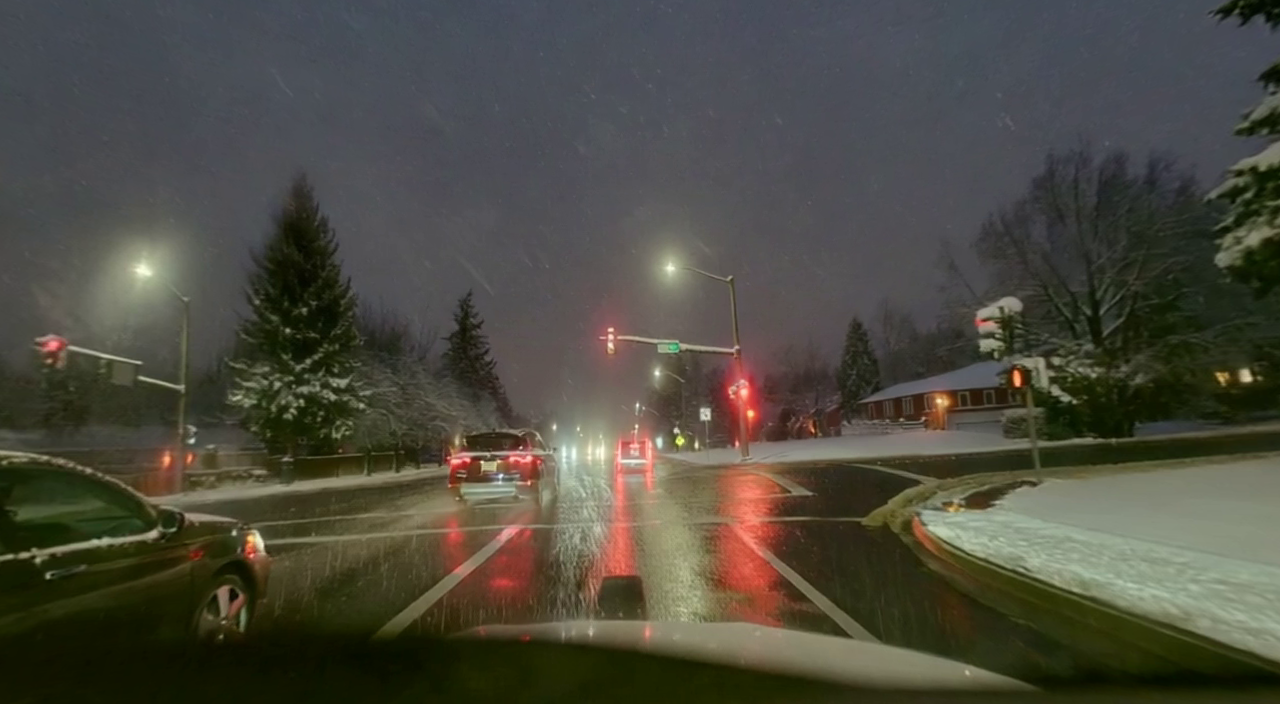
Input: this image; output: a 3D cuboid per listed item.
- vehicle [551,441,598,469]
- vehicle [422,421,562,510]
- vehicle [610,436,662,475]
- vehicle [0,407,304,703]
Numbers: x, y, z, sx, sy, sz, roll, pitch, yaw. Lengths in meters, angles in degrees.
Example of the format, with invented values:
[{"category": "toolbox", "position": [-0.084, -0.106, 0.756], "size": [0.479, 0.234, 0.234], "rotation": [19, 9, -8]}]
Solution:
[{"category": "vehicle", "position": [-3.716, 5.975, 36.793], "size": [2.268, 1.522, 4.350], "rotation": [0, -8, 0]}, {"category": "vehicle", "position": [-3.265, 2.622, 15.033], "size": [2.157, 1.771, 4.452], "rotation": [0, -8, 1]}, {"category": "vehicle", "position": [-0.210, 4.338, 26.786], "size": [2.062, 1.518, 3.901], "rotation": [0, -8, -1]}, {"category": "vehicle", "position": [-3.512, 0.938, 2.319], "size": [1.934, 1.475, 4.741], "rotation": [0, -8, 0]}]
